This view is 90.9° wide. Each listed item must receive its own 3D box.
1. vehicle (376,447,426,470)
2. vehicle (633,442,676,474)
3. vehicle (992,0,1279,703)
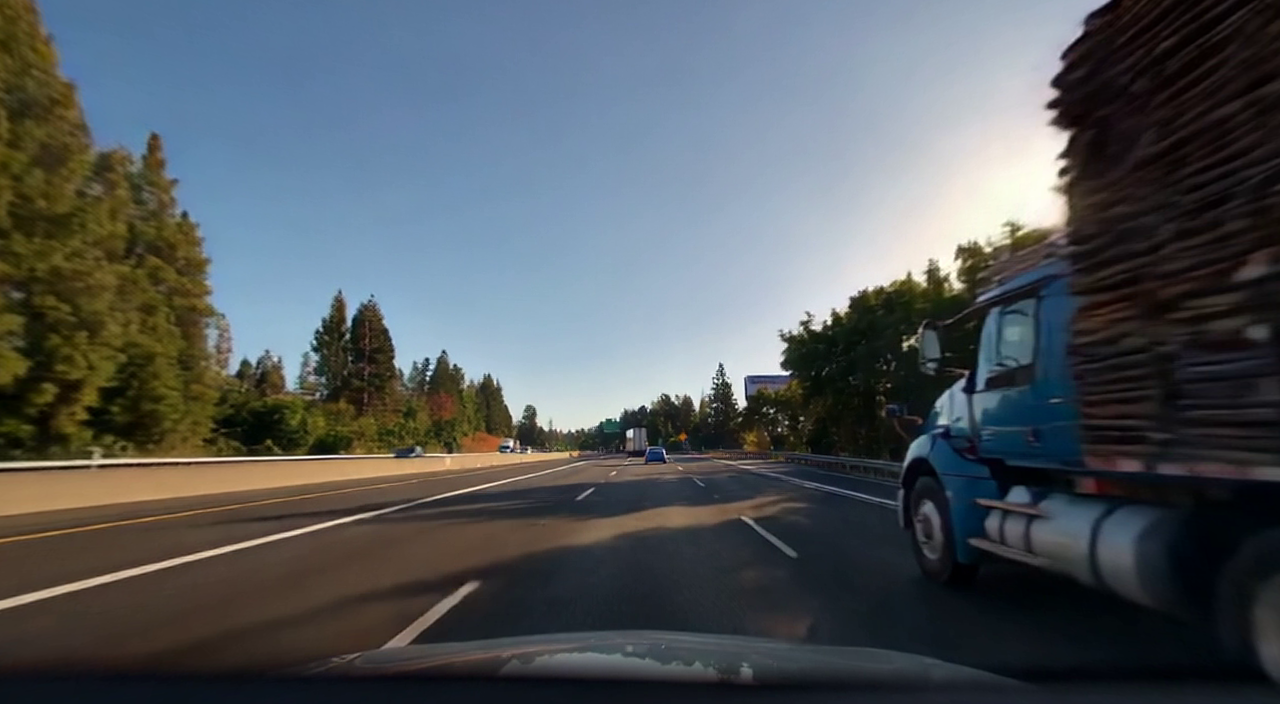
[{"bbox_3d":[-17.570,7.824,46.595,1.885,1.542,4.520,0,-9,1],"label":"vehicle"},{"bbox_3d":[0.677,5.431,32.459,2.042,1.528,4.300,0,-9,0],"label":"vehicle"},{"bbox_3d":[4.069,-0.614,0.124,3.071,3.888,8.330,0,-9,0],"label":"vehicle"}]
